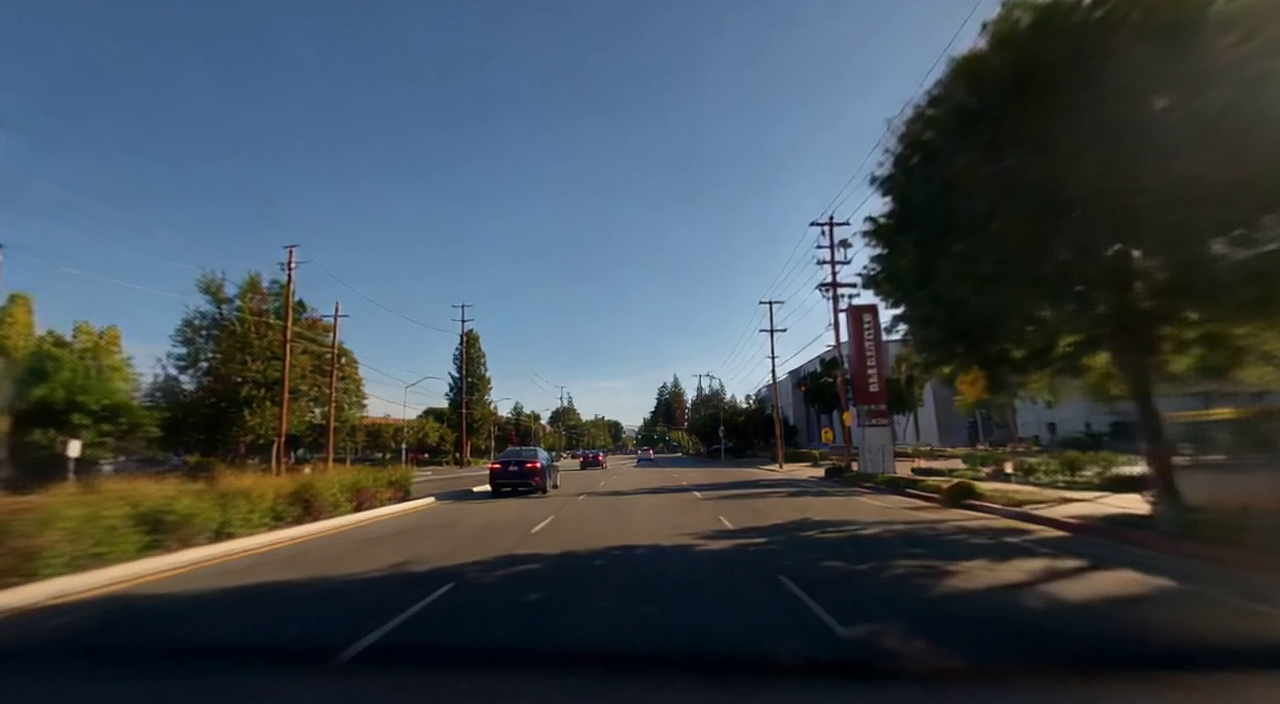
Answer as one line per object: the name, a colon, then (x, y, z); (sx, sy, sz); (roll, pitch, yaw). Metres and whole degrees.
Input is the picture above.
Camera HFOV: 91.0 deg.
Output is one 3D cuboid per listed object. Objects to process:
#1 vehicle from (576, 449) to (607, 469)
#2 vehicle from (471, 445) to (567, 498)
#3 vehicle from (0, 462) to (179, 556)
vehicle: (-3.754, 8.435, 49.590); (2.039, 1.479, 4.257); (0, -9, 0)
vehicle: (-3.592, 3.634, 19.586); (2.076, 1.444, 4.328); (0, -9, 1)
vehicle: (-8.067, 1.842, 7.673); (2.700, 0.905, 2.928); (0, -9, -1)
